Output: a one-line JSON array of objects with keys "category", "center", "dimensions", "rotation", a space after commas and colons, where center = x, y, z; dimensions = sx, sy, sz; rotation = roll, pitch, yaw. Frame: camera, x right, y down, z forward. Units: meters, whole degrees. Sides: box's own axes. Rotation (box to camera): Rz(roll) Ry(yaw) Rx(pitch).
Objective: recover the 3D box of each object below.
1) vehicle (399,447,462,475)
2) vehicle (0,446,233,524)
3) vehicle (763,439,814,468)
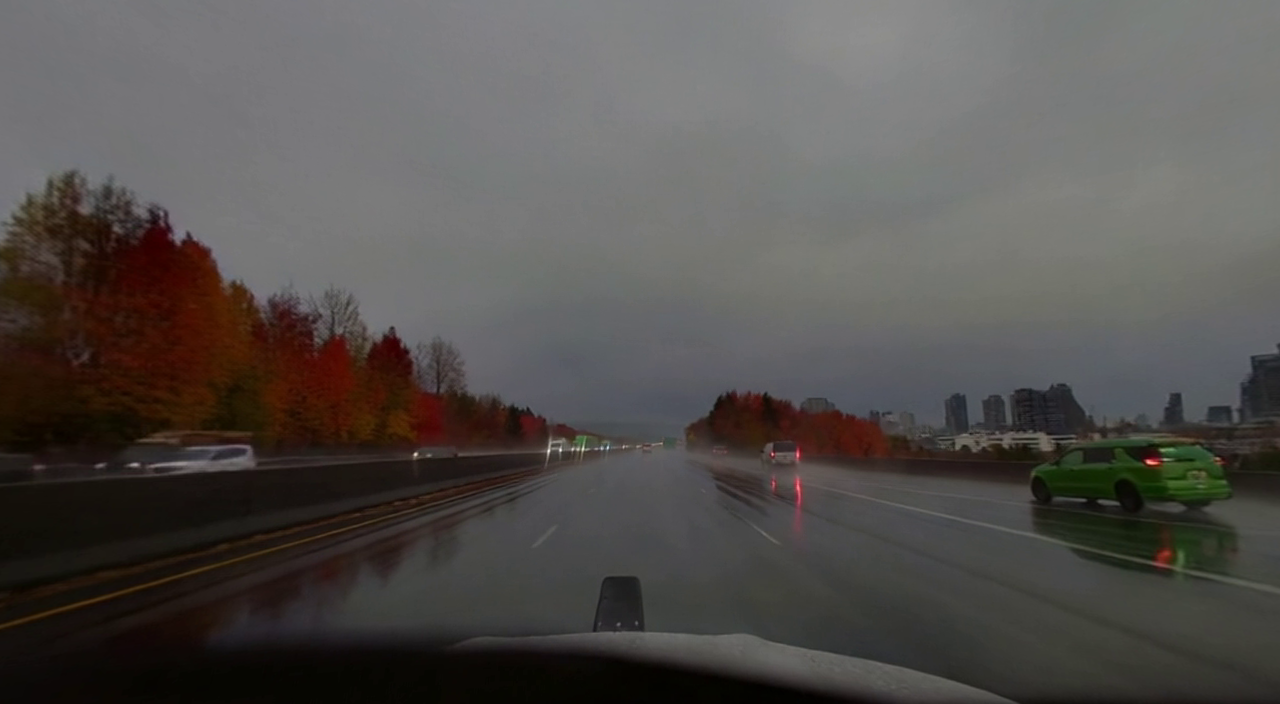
[{"category": "vehicle", "center": [-11.850, 6.181, 35.755], "dimensions": [2.037, 1.490, 4.375], "rotation": [0, -9, 1]}, {"category": "vehicle", "center": [-11.790, 2.934, 14.426], "dimensions": [1.874, 1.489, 4.402], "rotation": [0, -9, 0]}, {"category": "vehicle", "center": [9.658, 6.663, 41.170], "dimensions": [2.034, 1.770, 4.637], "rotation": [0, -9, -2]}]
